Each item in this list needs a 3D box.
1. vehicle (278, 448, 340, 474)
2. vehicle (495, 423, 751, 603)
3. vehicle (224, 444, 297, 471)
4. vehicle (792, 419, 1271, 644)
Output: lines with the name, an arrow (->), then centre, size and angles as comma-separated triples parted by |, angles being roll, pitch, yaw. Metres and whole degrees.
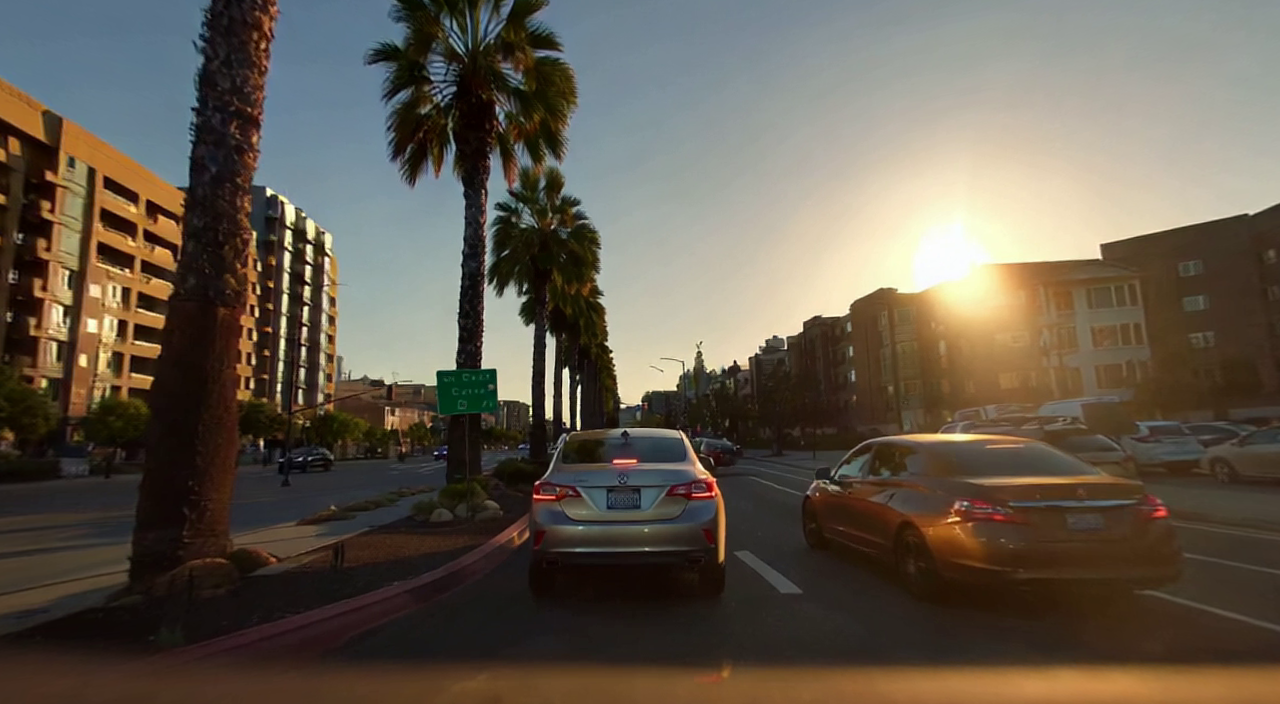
vehicle -> -20.568, 6.763, 39.396 | 1.764, 1.510, 3.827 | 0, -9, 0
vehicle -> -0.156, 1.659, 7.373 | 2.158, 1.498, 3.919 | 0, -8, 0
vehicle -> -28.255, 7.869, 47.272 | 2.115, 1.884, 5.481 | 0, -8, -1
vehicle -> 3.144, 1.515, 6.456 | 1.925, 1.451, 4.436 | 0, -8, -2
